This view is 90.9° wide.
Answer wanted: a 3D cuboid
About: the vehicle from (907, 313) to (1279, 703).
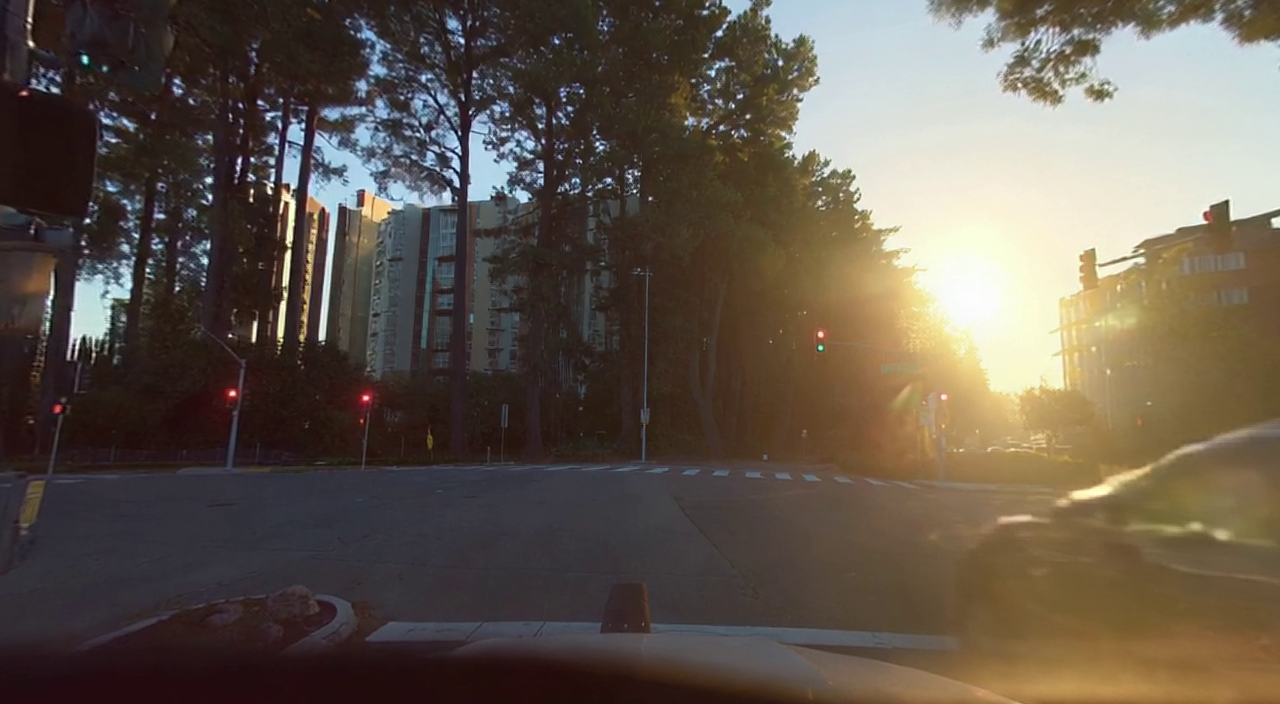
[{"bbox_3d":[2.862,0.751,1.739,2.150,1.706,4.754,0,-8,0],"label":"vehicle"}]
